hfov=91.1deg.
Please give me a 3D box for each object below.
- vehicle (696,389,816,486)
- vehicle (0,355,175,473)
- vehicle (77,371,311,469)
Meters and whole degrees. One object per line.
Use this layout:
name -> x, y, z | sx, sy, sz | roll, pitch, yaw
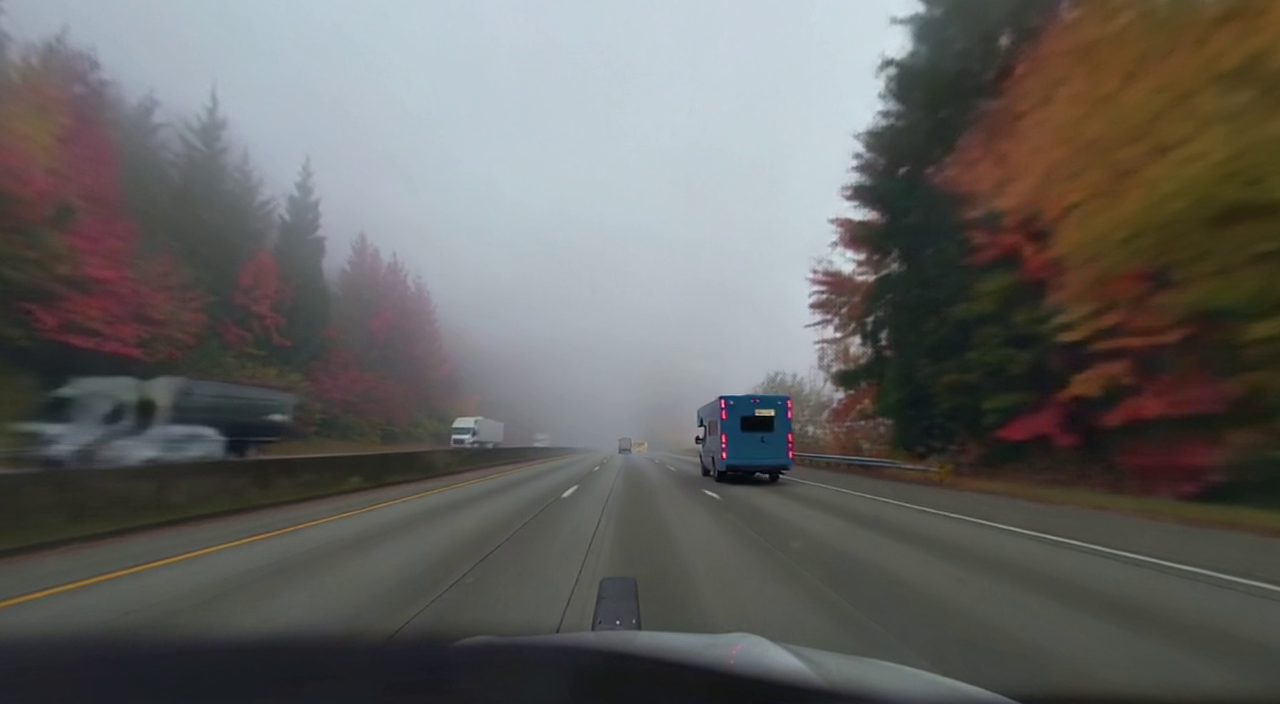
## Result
vehicle -> 3.777, 3.037, 22.421 | 2.815, 2.876, 7.101 | 0, -8, -1
vehicle -> -19.381, 2.224, 22.254 | 3.298, 3.890, 2.971 | 0, -8, -3
vehicle -> -19.675, 3.296, 29.239 | 2.795, 3.656, 11.197 | 0, -8, -1
